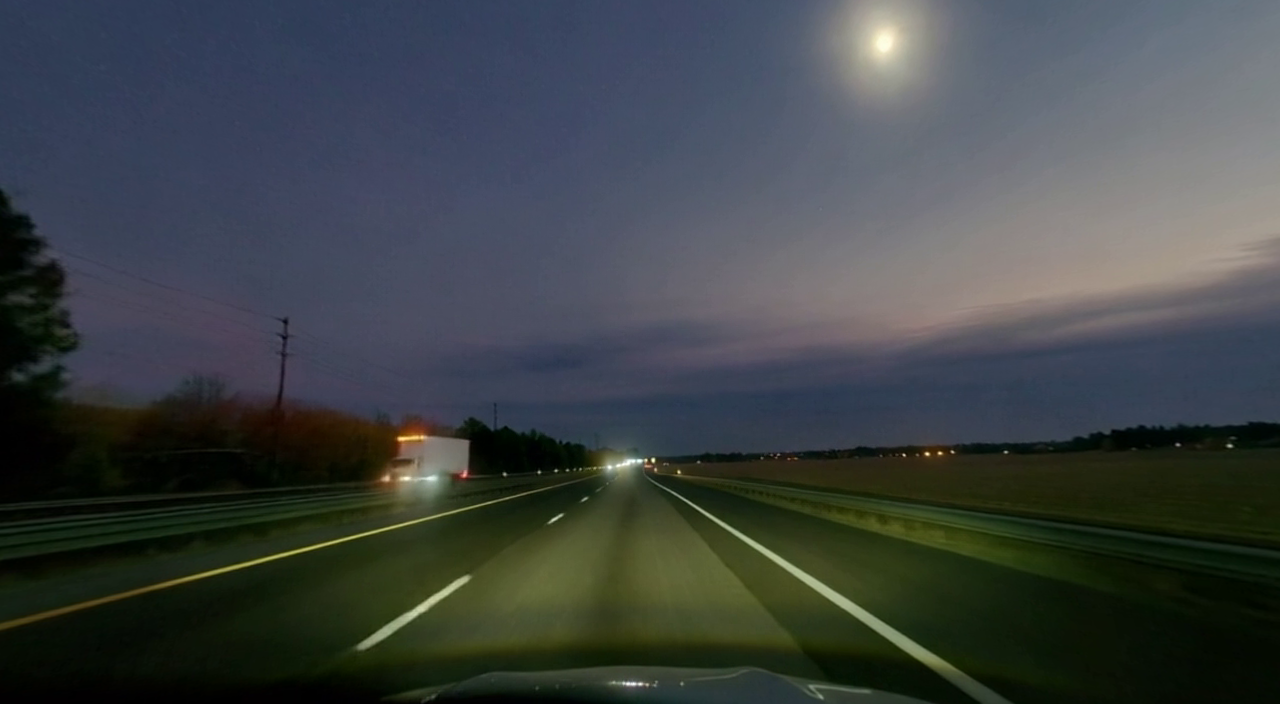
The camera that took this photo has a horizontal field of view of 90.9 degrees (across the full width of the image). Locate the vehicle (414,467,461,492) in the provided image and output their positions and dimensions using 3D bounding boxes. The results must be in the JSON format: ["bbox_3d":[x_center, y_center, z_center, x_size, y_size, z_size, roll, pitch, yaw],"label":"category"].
[{"bbox_3d":[-12.140,7.631,37.919,1.694,1.388,3.382,1,-10,-1],"label":"vehicle"}]

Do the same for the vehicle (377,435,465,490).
[{"bbox_3d":[-16.585,8.598,48.865,2.932,3.708,10.622,1,-10,0],"label":"vehicle"}]
